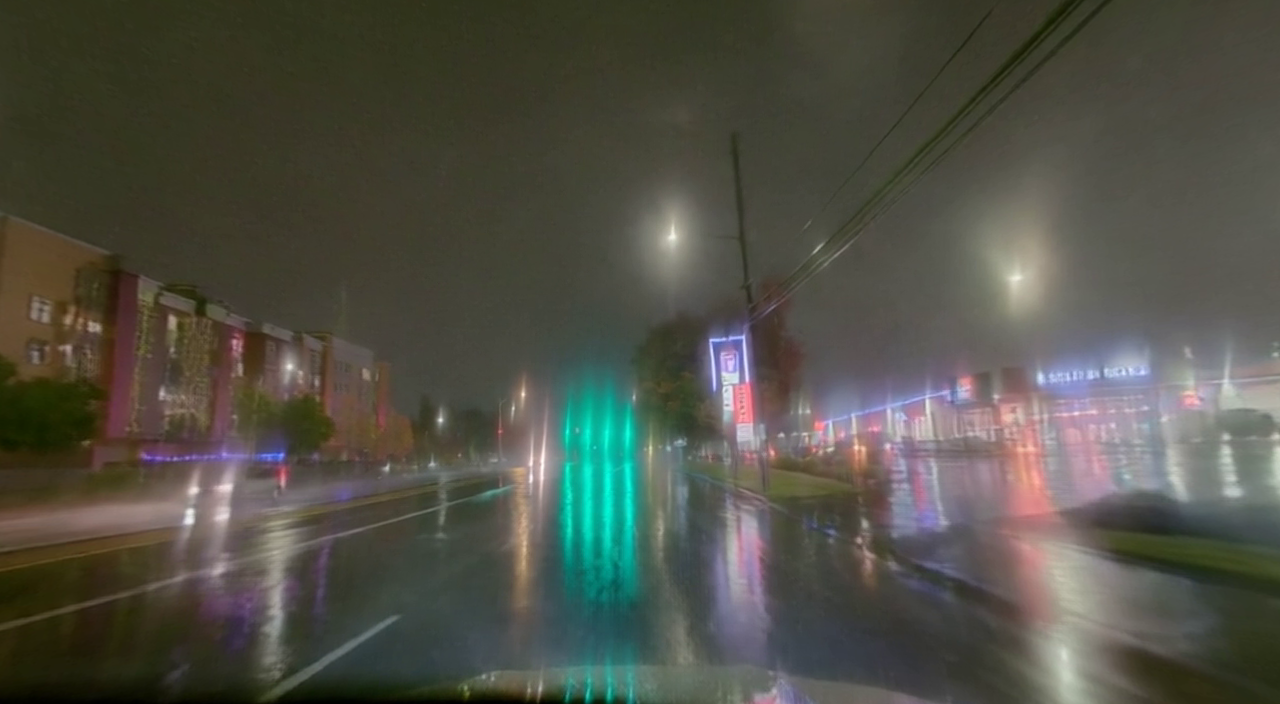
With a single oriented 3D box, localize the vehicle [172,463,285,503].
[{"bbox_3d":[-17.788,5.661,27.500,1.834,1.469,4.496,0,-8,0],"label":"vehicle"}]
